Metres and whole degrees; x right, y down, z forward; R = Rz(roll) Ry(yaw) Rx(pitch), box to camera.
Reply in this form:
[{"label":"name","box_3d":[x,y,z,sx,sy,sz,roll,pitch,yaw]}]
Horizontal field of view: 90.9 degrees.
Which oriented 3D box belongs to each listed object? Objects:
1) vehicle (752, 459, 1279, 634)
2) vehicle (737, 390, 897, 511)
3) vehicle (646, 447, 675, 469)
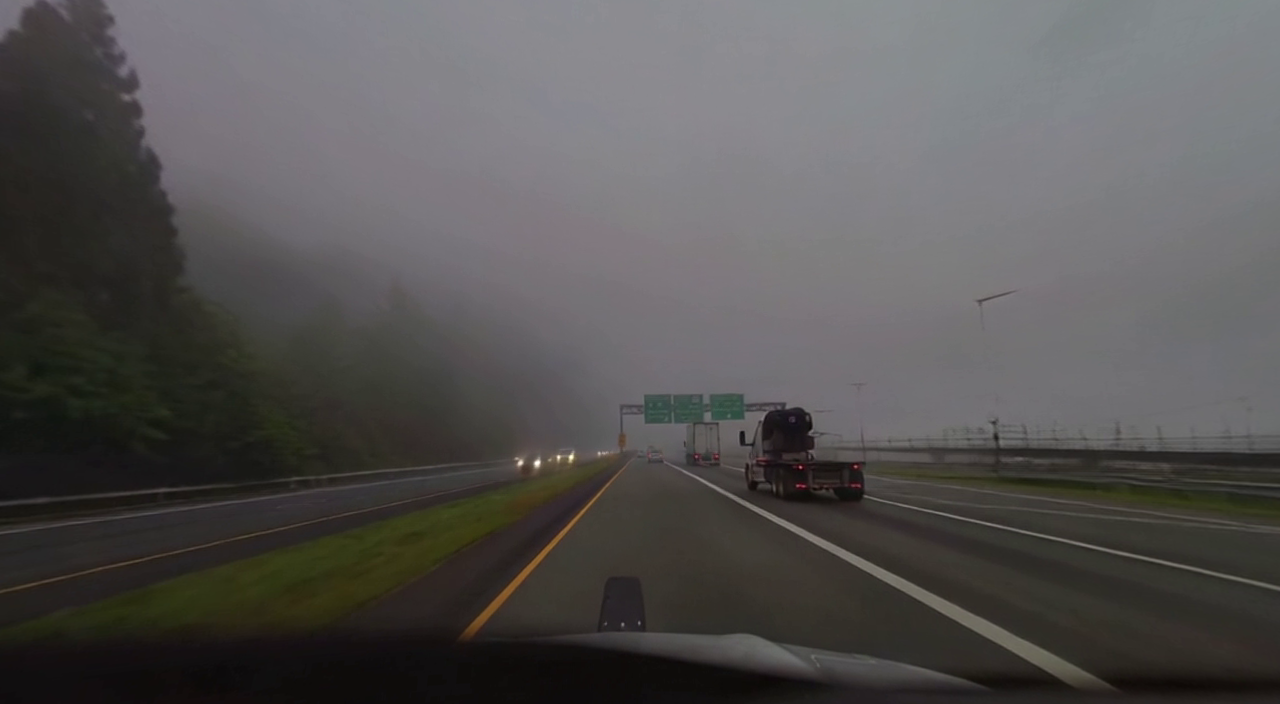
[{"label":"vehicle","box_3d":[4.635,2.576,11.346,2.472,1.036,13.239,-1,-9,-2]},{"label":"vehicle","box_3d":[4.555,2.731,17.623,2.569,2.783,5.984,0,-9,-1]},{"label":"vehicle","box_3d":[1.435,7.581,45.375,2.049,1.500,3.790,0,-9,1]}]
